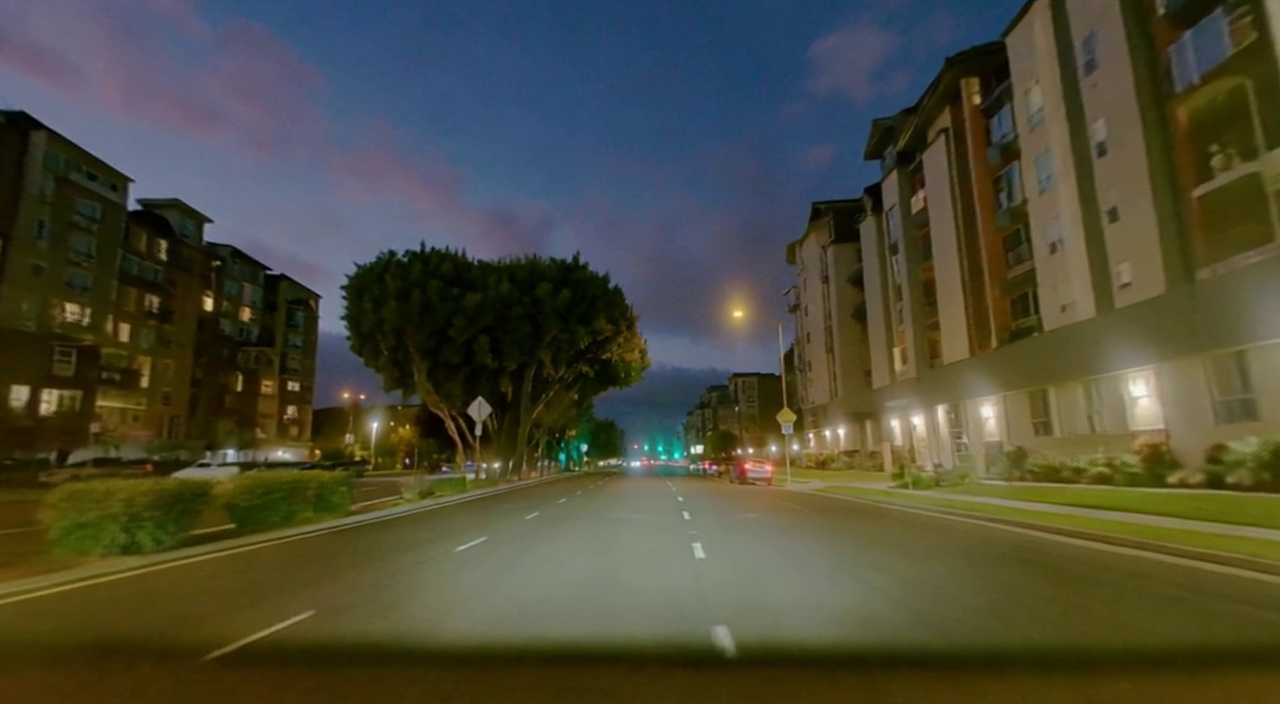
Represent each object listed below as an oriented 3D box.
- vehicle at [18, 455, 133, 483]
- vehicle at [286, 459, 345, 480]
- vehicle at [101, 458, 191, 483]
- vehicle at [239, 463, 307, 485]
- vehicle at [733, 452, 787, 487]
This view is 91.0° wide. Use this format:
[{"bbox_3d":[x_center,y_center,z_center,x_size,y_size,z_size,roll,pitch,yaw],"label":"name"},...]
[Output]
[{"bbox_3d":[-33.280,6.863,37.207,2.023,1.567,4.818,-9,-13,44],"label":"vehicle"},{"bbox_3d":[-25.645,9.316,49.976,1.939,1.514,4.793,0,-9,3],"label":"vehicle"},{"bbox_3d":[-32.539,7.782,41.520,1.836,1.533,4.324,-9,-13,43],"label":"vehicle"},{"bbox_3d":[-25.856,8.582,44.512,1.931,1.427,4.578,0,-9,1],"label":"vehicle"},{"bbox_3d":[7.006,6.901,37.342,2.241,1.877,4.810,0,-9,0],"label":"vehicle"}]
